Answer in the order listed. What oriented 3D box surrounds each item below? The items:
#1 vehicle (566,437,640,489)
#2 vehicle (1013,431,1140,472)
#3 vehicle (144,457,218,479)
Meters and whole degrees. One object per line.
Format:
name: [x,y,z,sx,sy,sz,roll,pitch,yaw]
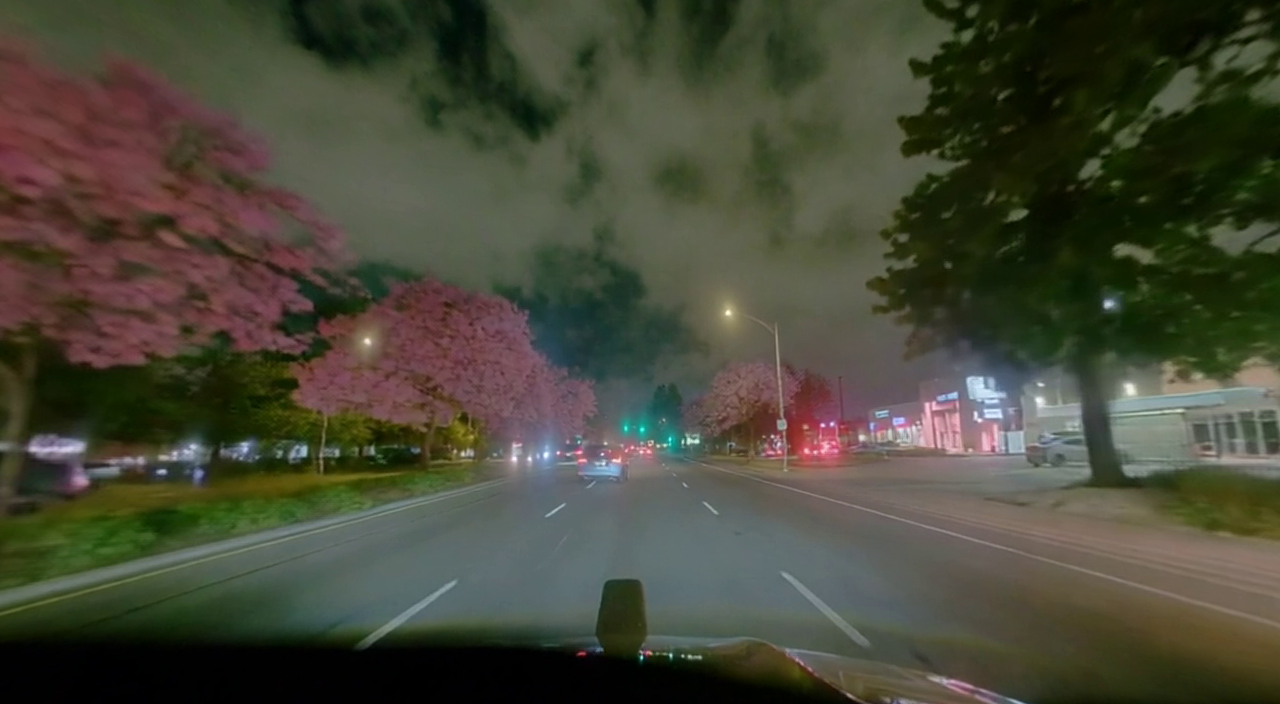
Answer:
vehicle: [-1.206,3.959,22.783,2.149,1.701,4.379,0,-8,4]
vehicle: [23.065,5.312,33.605,2.265,1.904,6.201,-1,-9,0]
vehicle: [-34.466,8.736,47.323,1.918,1.457,4.594,0,-8,4]
